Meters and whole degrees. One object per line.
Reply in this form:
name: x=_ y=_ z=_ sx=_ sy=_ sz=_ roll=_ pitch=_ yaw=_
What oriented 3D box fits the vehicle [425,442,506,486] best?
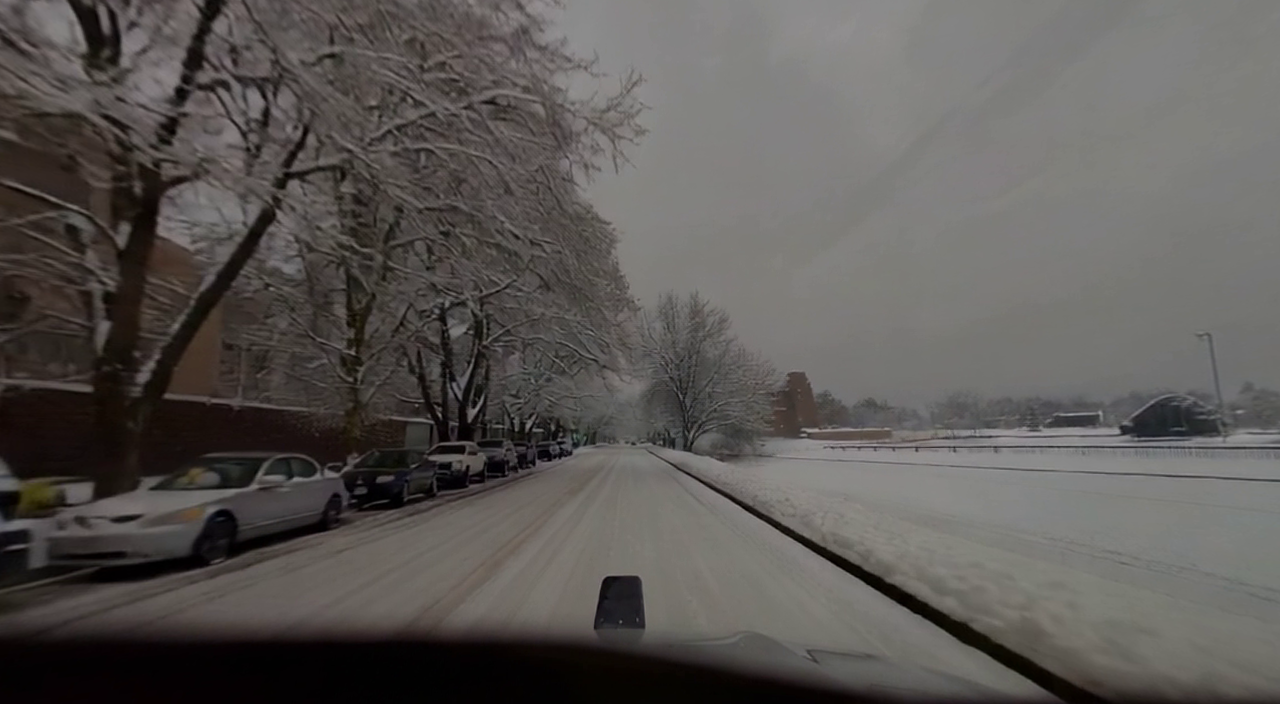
vehicle: x=-6.589 y=4.259 z=24.395 sx=1.906 sy=1.460 sz=4.391 roll=1 pitch=-8 yaw=-1

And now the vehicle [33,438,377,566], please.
vehicle: x=-6.349 y=2.163 z=10.219 sx=1.925 sy=1.488 sz=4.983 roll=1 pitch=-8 yaw=1

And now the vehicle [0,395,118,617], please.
vehicle: x=-6.236 y=1.036 z=3.654 sx=1.976 sy=1.805 sz=5.123 roll=1 pitch=-8 yaw=1

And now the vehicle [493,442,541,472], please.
vehicle: x=-6.930 y=5.969 z=36.187 sx=1.952 sy=1.514 sz=4.630 roll=1 pitch=-8 yaw=-2
